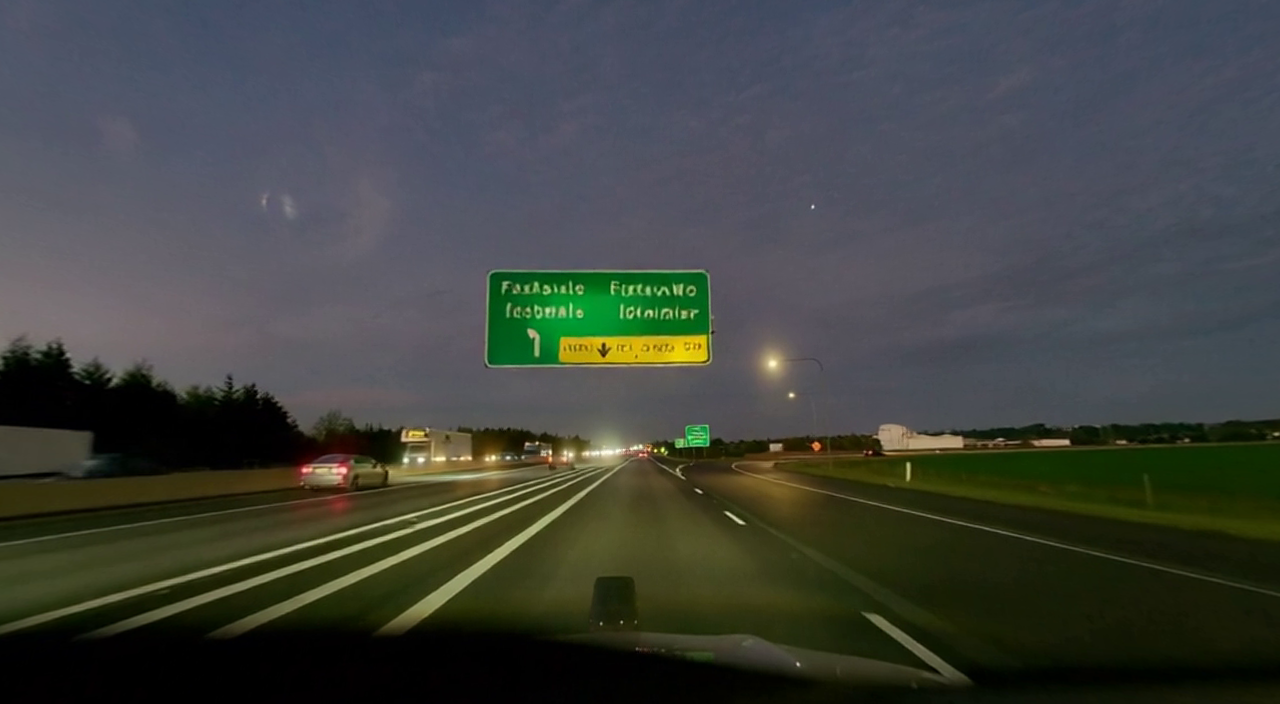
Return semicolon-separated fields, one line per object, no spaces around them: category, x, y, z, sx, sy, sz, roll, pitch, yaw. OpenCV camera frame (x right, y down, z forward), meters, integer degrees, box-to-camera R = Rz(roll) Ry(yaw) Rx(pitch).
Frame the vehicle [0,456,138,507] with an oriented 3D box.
vehicle;-19.501;4.220;20.965;1.924;1.449;4.472;0;-9;0

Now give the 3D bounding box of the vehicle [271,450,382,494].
vehicle;-11.602;4.449;23.733;1.981;1.503;4.207;0;-9;0
